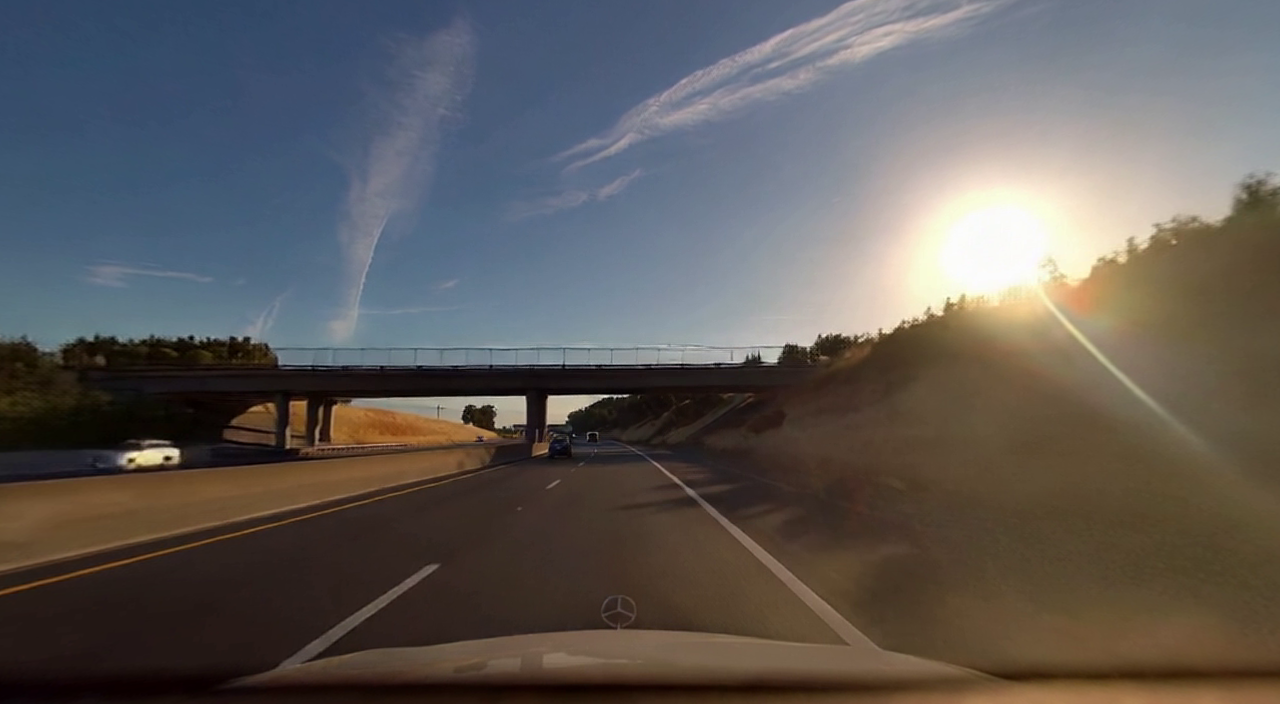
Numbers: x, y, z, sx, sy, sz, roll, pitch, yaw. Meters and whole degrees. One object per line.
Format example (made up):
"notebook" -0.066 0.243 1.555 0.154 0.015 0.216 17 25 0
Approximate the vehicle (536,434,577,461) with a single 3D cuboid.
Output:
"vehicle" -4.999 5.745 38.166 2.005 1.509 4.260 0 -8 -2
